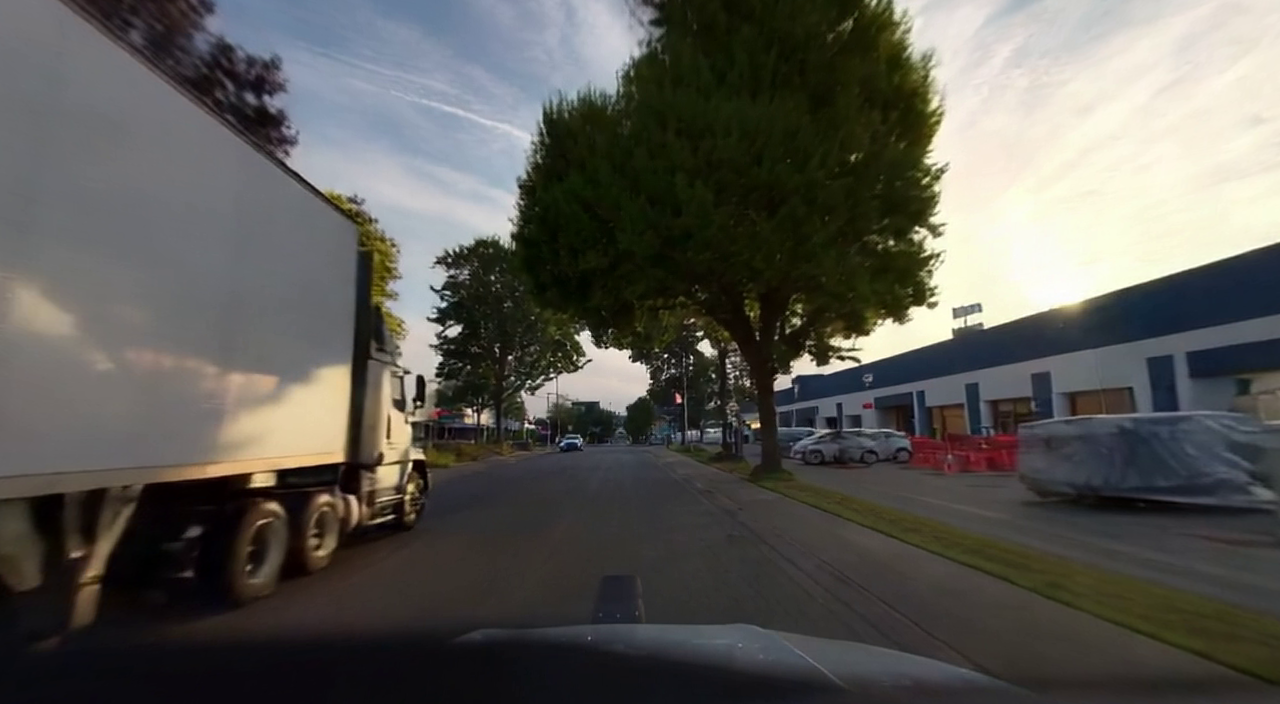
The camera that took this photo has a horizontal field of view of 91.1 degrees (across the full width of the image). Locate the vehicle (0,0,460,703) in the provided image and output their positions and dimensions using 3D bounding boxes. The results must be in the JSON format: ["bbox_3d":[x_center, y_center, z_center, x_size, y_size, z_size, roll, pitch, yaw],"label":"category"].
[{"bbox_3d":[-4.772,-0.350,3.677,2.976,4.754,15.127,-1,-7,0],"label":"vehicle"}]

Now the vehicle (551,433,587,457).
[{"bbox_3d":[-5.170,6.844,46.445,2.079,1.664,4.370,0,-8,1],"label":"vehicle"}]
